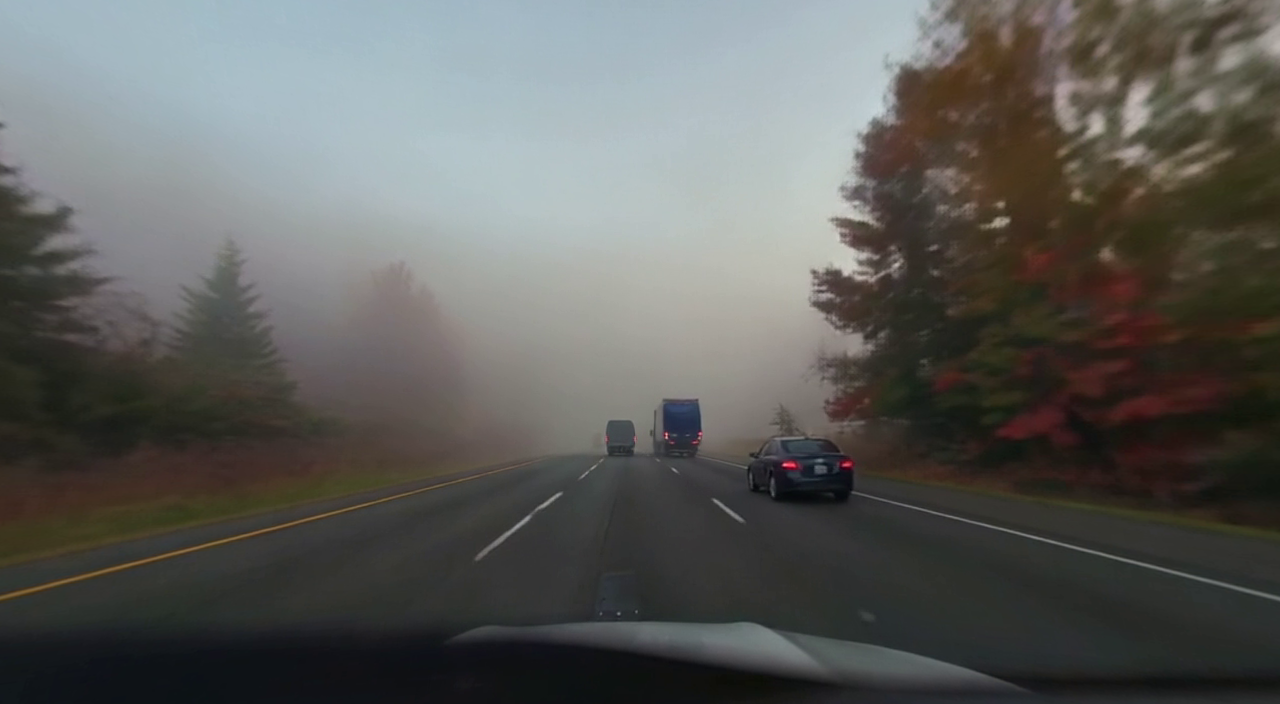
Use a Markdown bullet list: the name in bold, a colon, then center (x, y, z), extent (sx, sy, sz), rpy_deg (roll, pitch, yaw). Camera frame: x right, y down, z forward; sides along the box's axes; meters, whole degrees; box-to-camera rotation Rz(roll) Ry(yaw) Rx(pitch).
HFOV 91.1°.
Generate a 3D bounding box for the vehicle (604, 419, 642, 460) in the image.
- **vehicle**: center (-1.132, 5.971, 43.003), extent (2.389, 2.637, 5.437), rpy_deg (0, -8, -1)

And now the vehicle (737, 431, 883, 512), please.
- **vehicle**: center (3.533, 2.546, 14.030), extent (1.962, 1.508, 4.363), rpy_deg (0, -8, -1)
